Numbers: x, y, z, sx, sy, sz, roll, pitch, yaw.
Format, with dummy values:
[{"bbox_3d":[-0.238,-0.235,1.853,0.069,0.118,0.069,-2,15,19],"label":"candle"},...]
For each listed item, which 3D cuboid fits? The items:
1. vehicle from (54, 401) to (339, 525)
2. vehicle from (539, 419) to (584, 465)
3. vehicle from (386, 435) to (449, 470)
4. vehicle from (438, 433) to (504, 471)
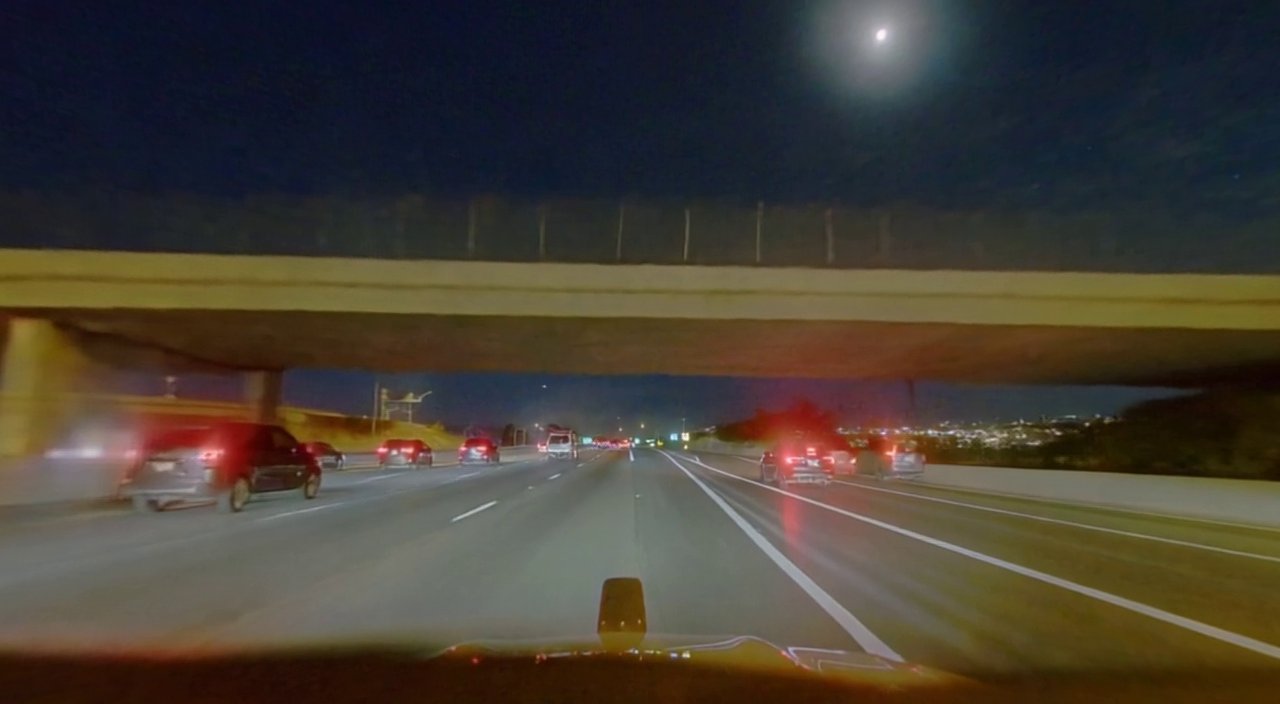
[{"bbox_3d":[-8.147,2.098,12.304,2.179,1.948,4.618,0,-8,0],"label":"vehicle"},{"bbox_3d":[-5.167,6.055,42.300,2.301,2.843,6.458,0,-8,-1],"label":"vehicle"},{"bbox_3d":[-11.901,5.404,33.923,1.900,1.726,4.236,0,-8,-1],"label":"vehicle"},{"bbox_3d":[-8.574,5.122,32.339,2.109,1.784,4.709,0,-8,-1],"label":"vehicle"}]
